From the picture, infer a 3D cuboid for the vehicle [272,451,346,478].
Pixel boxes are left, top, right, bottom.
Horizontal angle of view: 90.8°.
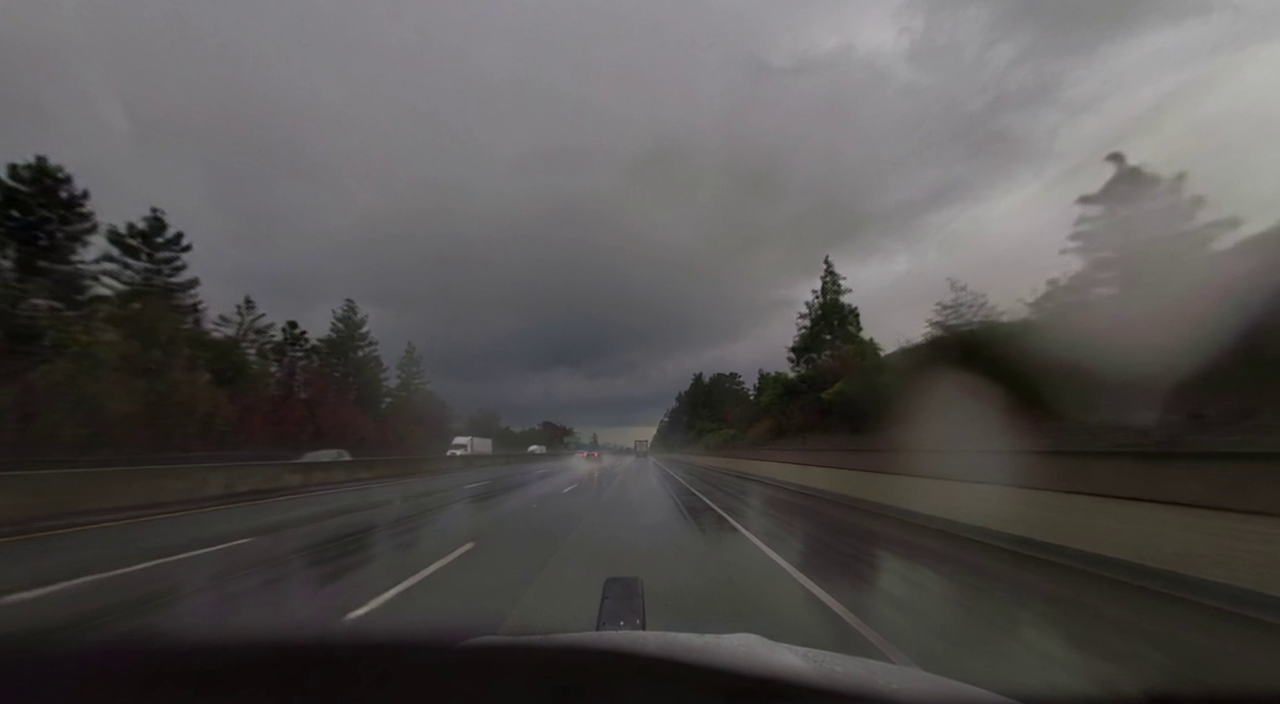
[{"bbox_3d":[-19.160,6.521,36.745,1.876,1.475,4.484,0,-9,0],"label":"vehicle"}]
